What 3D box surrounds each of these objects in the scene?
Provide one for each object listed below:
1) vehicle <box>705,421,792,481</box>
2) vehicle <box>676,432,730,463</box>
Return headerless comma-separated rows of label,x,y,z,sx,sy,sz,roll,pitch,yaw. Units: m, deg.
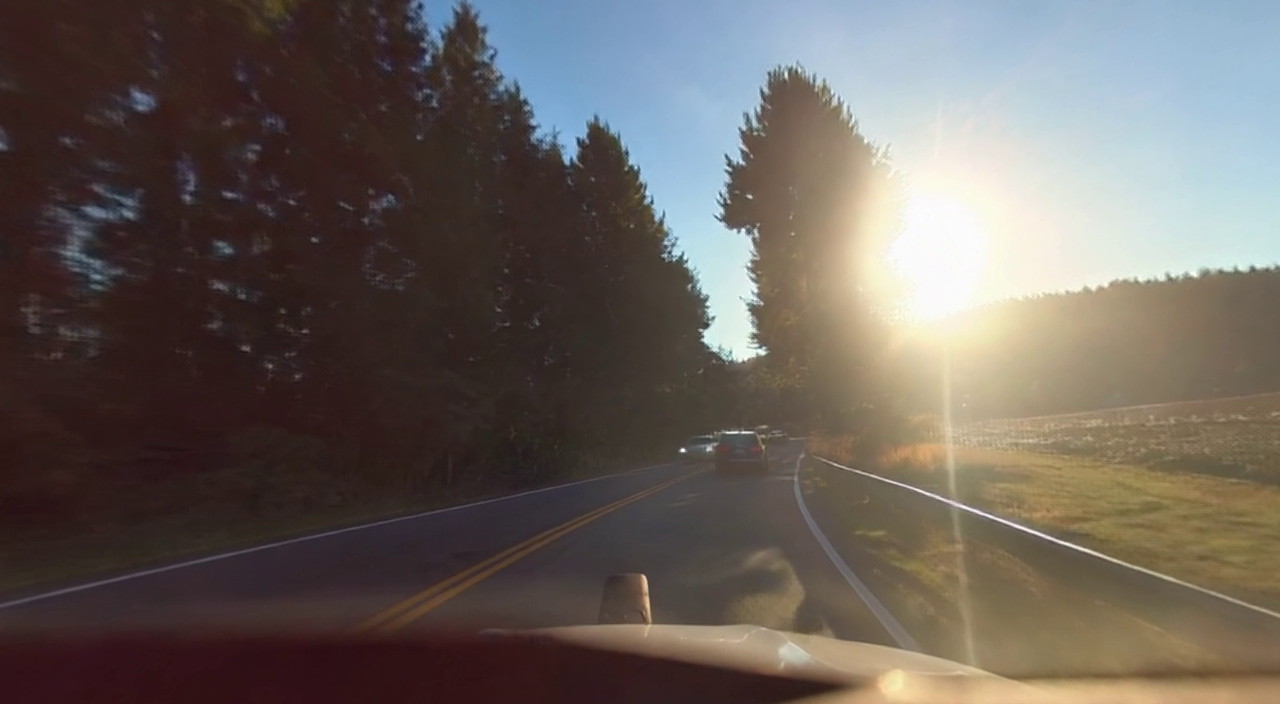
vehicle,3.389,2.985,19.185,2.274,1.583,4.349,-2,-9,12
vehicle,3.540,5.220,34.607,2.143,1.586,4.238,-3,-9,16
